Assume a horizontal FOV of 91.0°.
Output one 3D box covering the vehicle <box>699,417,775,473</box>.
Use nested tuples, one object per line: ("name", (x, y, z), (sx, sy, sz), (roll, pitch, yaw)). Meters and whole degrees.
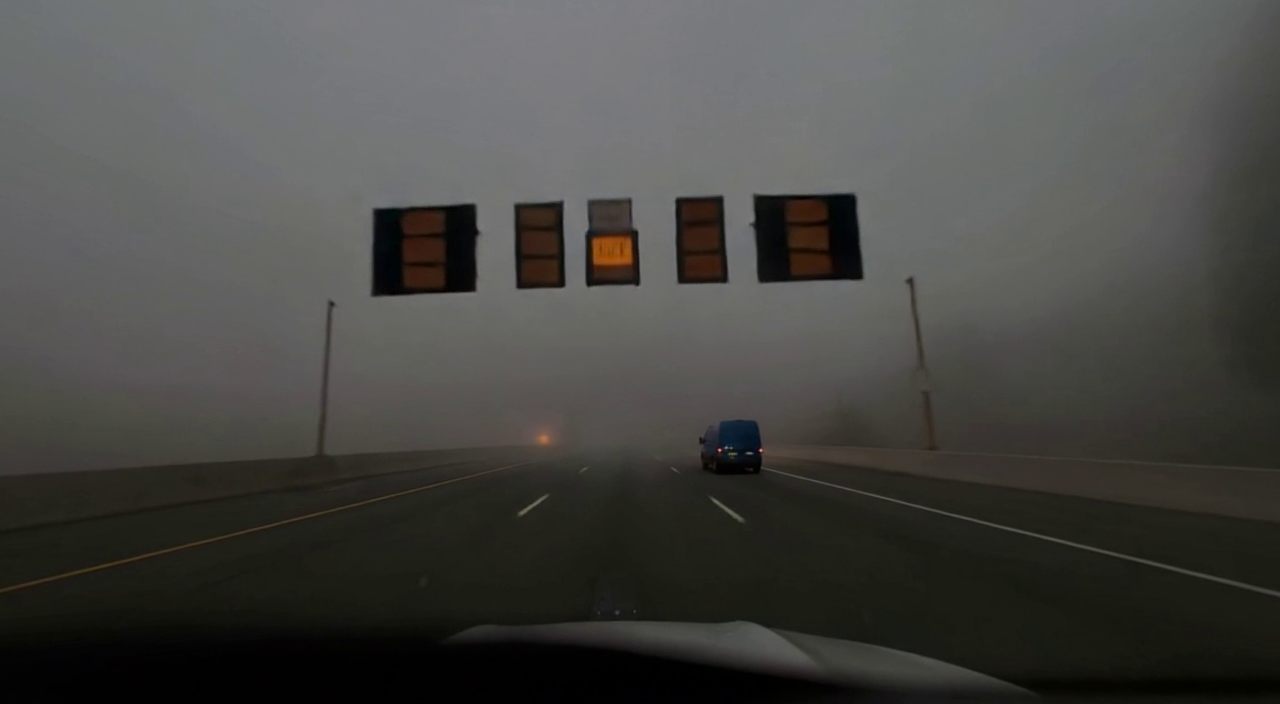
("vehicle", (3.764, 3.735, 25.365), (2.161, 2.002, 4.631), (0, -8, -2))
